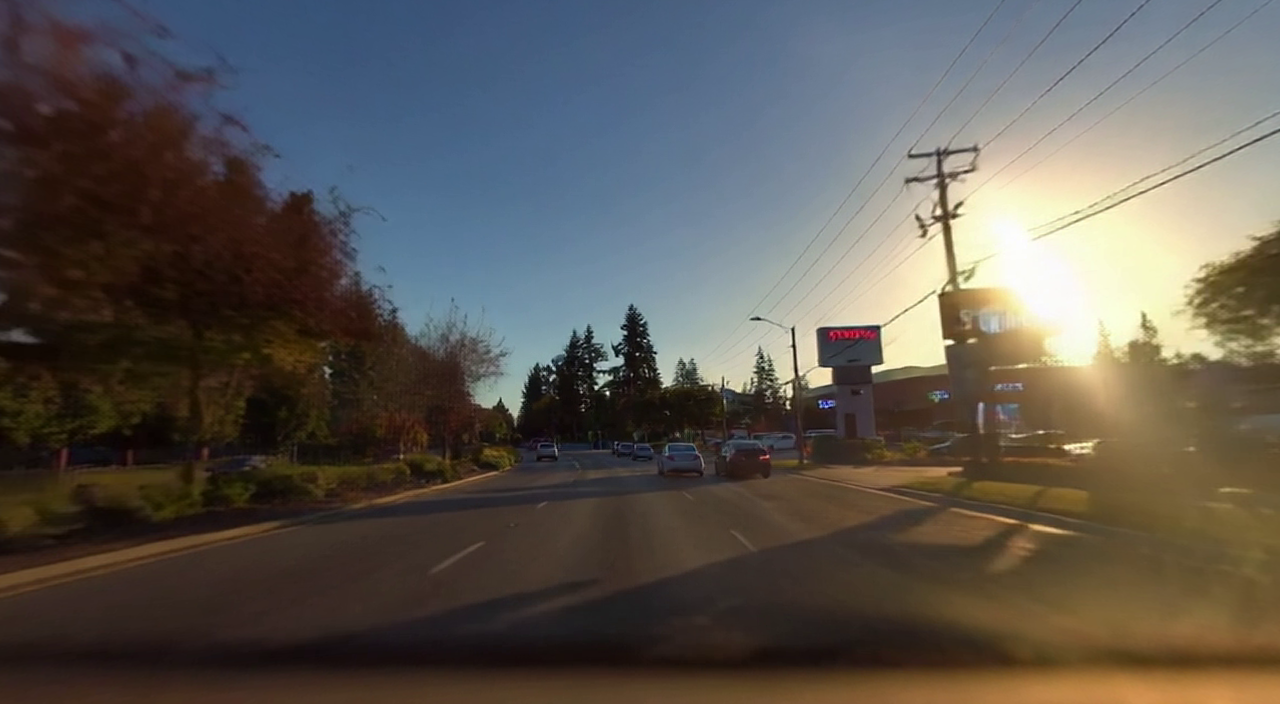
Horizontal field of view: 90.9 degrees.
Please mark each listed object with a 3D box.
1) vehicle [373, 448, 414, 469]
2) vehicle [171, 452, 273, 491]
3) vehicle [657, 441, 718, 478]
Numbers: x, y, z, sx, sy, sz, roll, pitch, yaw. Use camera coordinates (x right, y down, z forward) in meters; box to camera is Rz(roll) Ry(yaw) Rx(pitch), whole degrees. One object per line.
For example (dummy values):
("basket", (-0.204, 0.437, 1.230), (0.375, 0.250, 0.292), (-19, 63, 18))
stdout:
("vehicle", (-19.500, 8.422, 49.981), (1.873, 1.507, 4.204), (1, -8, -5))
("vehicle", (-20.519, 5.835, 31.259), (2.005, 1.713, 4.648), (0, -8, -3))
("vehicle", (2.017, 4.739, 28.107), (2.130, 1.476, 4.453), (1, -8, -3))
